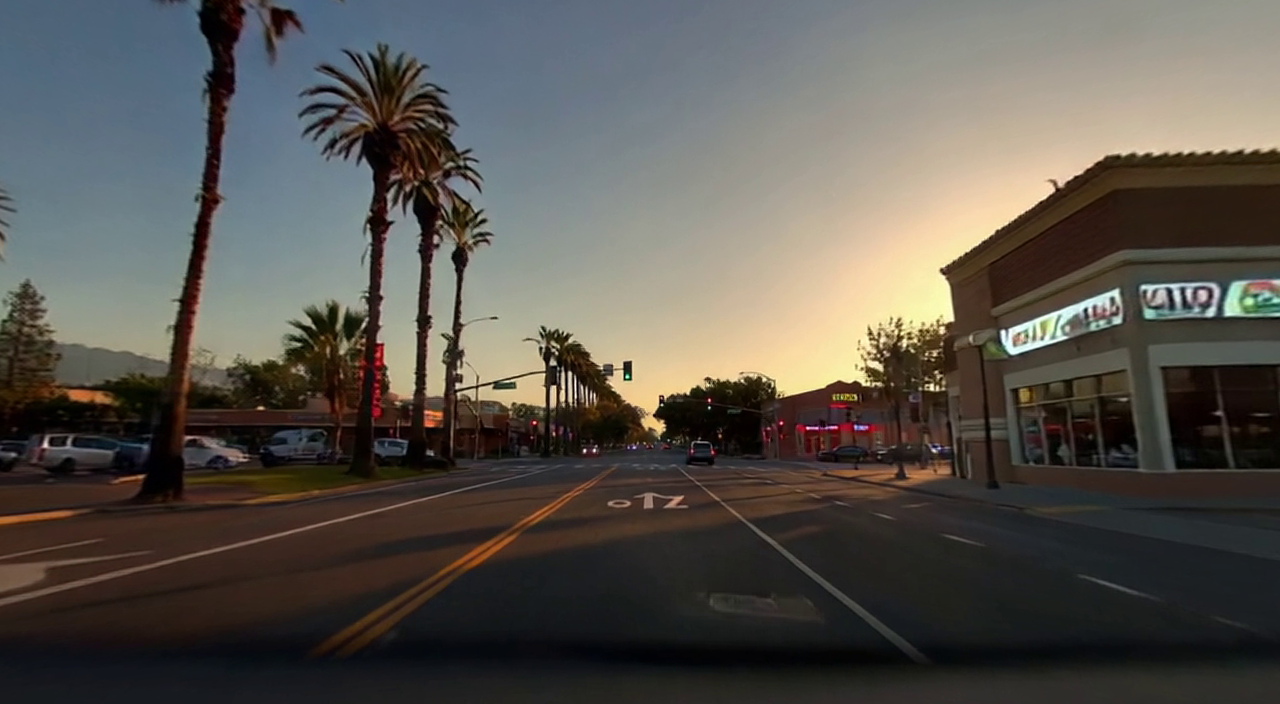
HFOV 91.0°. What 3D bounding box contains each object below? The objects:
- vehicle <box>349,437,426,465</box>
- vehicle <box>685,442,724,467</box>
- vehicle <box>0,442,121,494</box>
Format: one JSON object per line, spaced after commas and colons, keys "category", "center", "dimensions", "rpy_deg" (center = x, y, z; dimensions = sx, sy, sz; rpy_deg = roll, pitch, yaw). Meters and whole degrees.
{"category": "vehicle", "center": [-19.326, 7.596, 48.296], "dimensions": [4.901, 2.064, 2.296], "rpy_deg": [0, -8, 1]}
{"category": "vehicle", "center": [4.165, 6.701, 41.372], "dimensions": [2.065, 1.507, 4.225], "rpy_deg": [0, -9, -1]}
{"category": "vehicle", "center": [-18.491, 3.415, 18.745], "dimensions": [4.277, 1.453, 1.913], "rpy_deg": [0, -9, -1]}
